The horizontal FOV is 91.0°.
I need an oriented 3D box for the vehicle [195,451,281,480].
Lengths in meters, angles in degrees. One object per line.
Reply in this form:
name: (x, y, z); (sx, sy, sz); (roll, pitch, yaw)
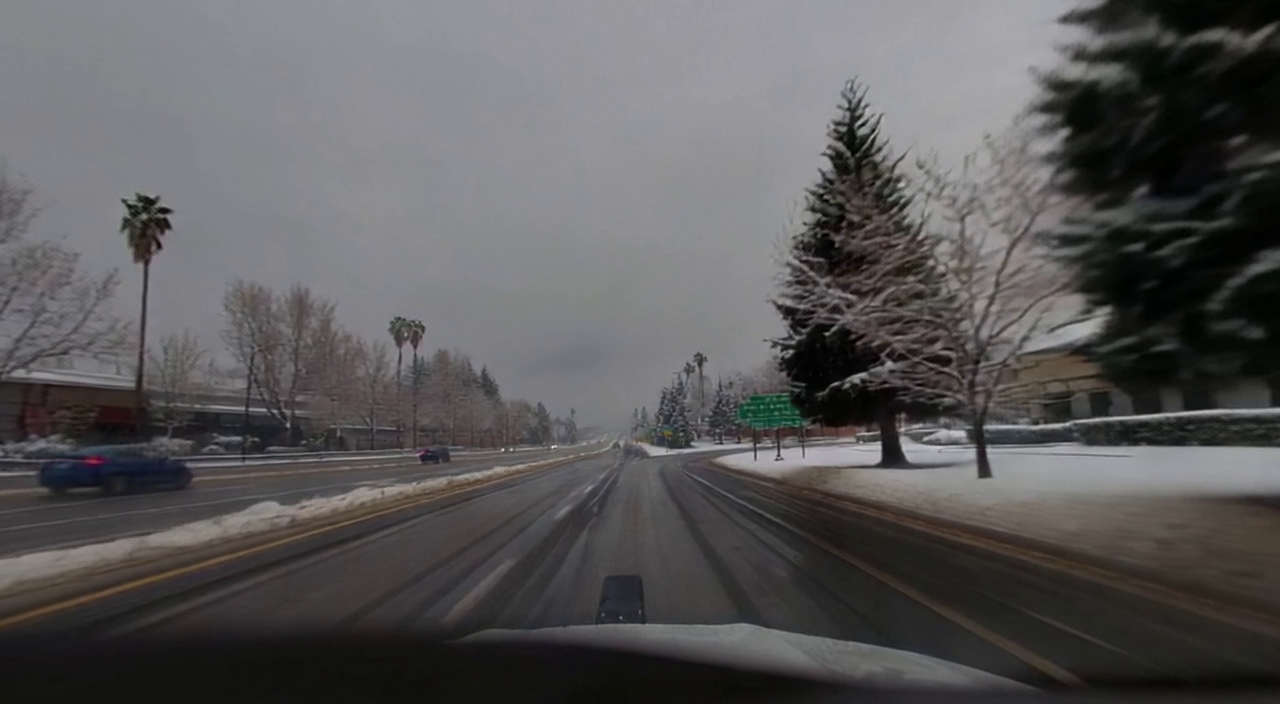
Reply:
vehicle: (-22.891, 6.478, 36.098); (1.903, 1.510, 4.569); (0, -9, 0)

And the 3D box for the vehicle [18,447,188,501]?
vehicle: (-18.817, 4.238, 22.426); (2.086, 1.706, 4.412); (0, -9, 1)
